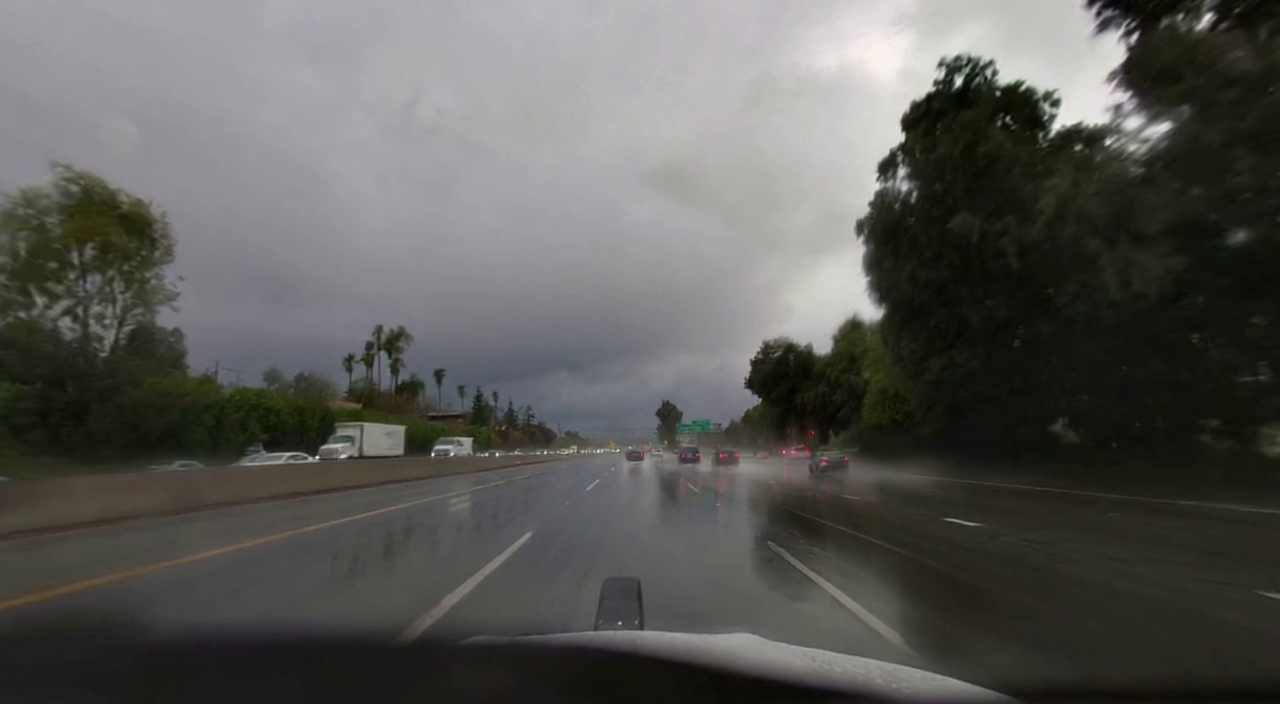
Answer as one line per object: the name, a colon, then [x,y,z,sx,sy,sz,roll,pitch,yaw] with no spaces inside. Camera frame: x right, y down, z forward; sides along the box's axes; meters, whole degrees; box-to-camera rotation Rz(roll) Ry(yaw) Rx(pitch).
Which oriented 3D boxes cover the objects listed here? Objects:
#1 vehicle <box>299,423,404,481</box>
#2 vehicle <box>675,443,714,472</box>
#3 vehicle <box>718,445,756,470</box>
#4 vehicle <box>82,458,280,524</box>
vehicle: [-19.673,6.879,43.707,3.038,3.554,8.784,0,-8,0]
vehicle: [3.408,6.682,40.037,2.035,1.704,3.867,0,-8,-2]
vehicle: [6.852,7.450,44.722,1.902,1.623,4.360,0,-8,-2]
vehicle: [-12.137,3.662,17.129,2.055,1.461,4.422,0,-8,0]
